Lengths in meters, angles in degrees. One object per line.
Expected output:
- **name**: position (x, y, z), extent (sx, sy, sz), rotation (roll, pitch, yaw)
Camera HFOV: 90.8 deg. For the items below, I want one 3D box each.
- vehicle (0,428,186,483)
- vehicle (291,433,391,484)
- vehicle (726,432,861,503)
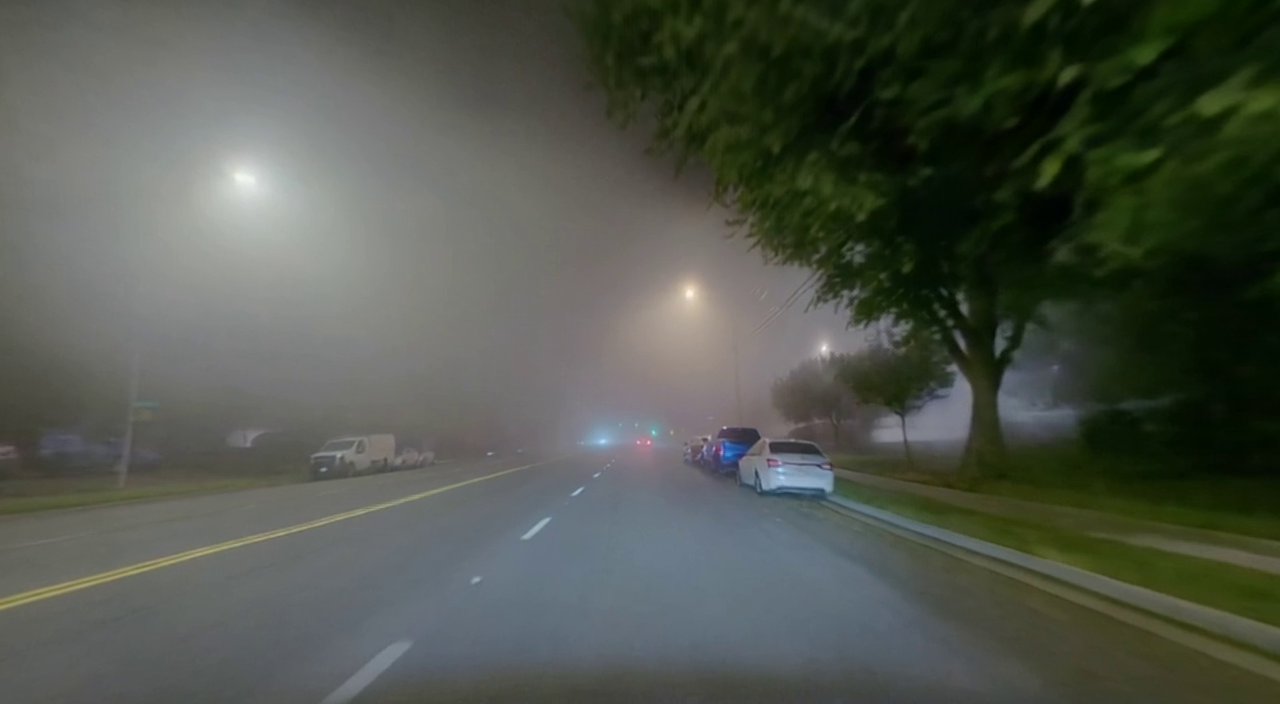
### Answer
- **vehicle**: position (-21.940, 4.086, 25.027), extent (6.230, 1.991, 2.456), rotation (-1, -8, 7)
- **vehicle**: position (-13.867, 4.952, 29.781), extent (2.155, 1.991, 5.722), rotation (-3, -8, -2)
- **vehicle**: position (3.564, 2.794, 15.798), extent (1.911, 1.471, 5.151), rotation (0, -8, -2)
